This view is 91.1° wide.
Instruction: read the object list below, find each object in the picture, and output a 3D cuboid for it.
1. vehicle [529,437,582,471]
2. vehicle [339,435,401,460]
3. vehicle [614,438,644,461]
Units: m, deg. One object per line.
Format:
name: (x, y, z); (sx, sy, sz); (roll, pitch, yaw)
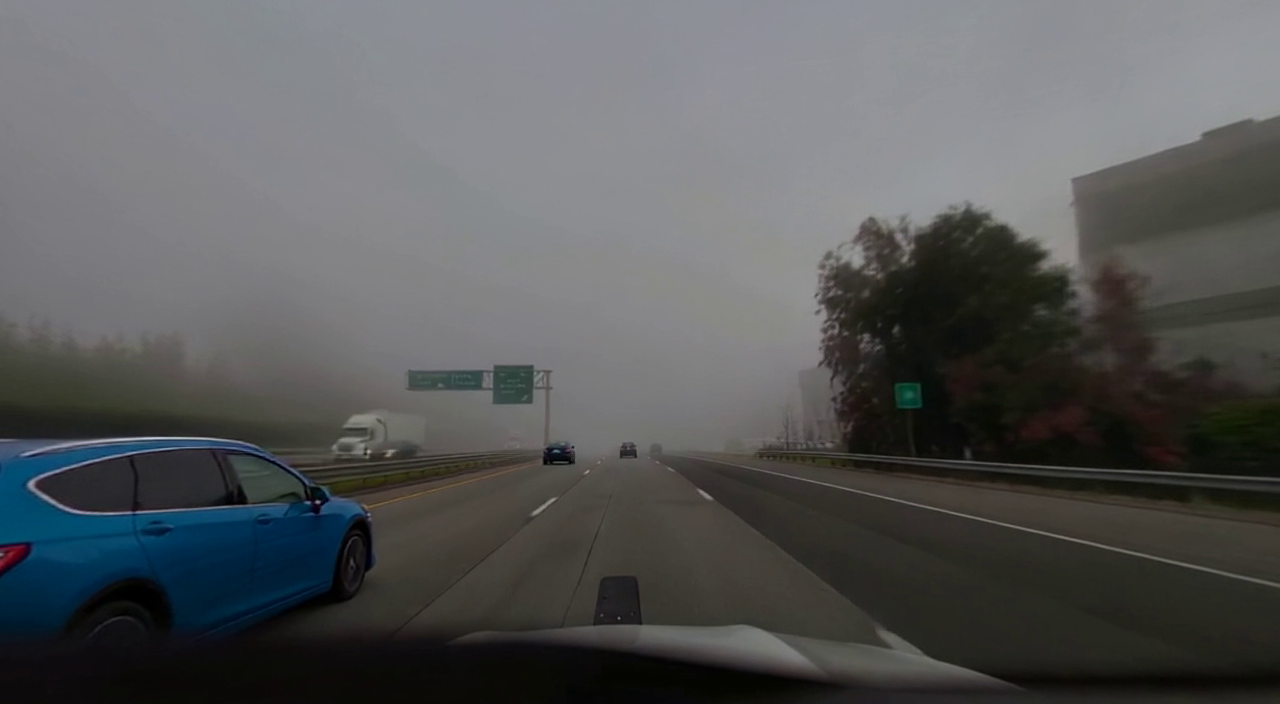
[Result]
vehicle: (-4.331, 5.280, 32.840); (2.271, 1.626, 4.463); (0, -8, -1)
vehicle: (-17.070, 6.070, 39.997); (1.846, 1.486, 4.873); (0, -8, -1)
vehicle: (-0.897, 7.587, 49.005); (2.196, 1.699, 4.499); (0, -8, -2)
